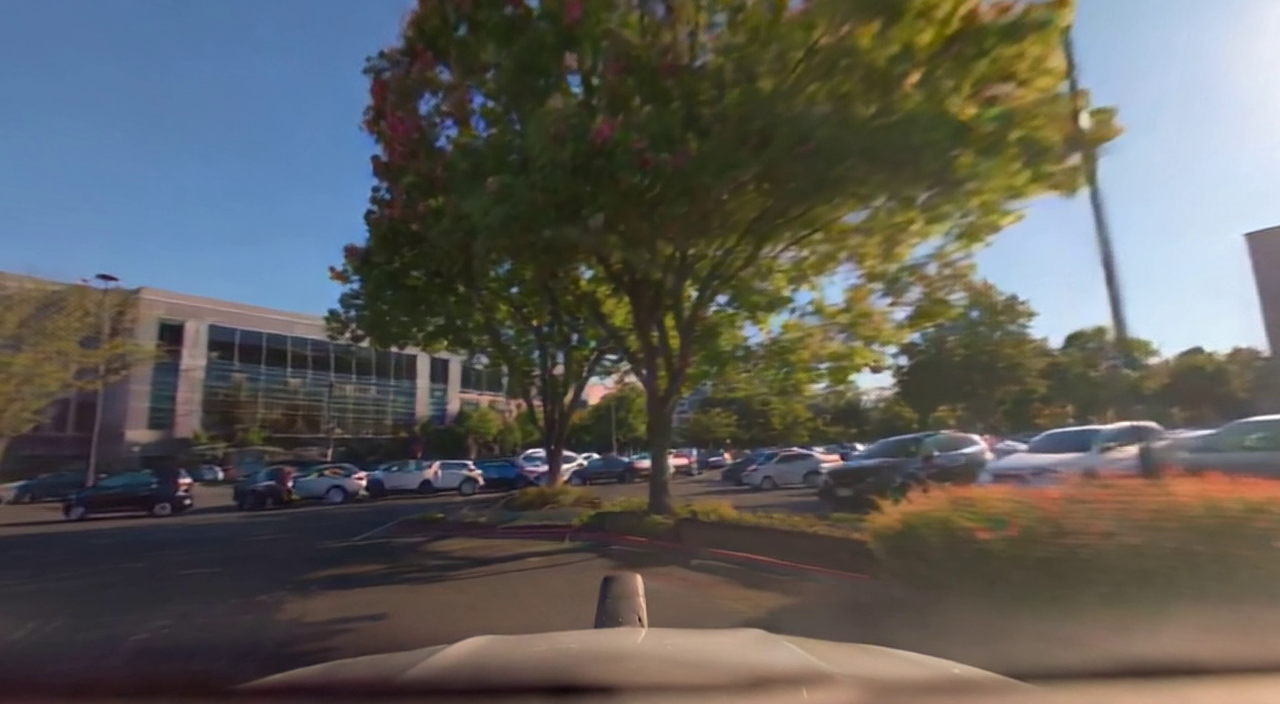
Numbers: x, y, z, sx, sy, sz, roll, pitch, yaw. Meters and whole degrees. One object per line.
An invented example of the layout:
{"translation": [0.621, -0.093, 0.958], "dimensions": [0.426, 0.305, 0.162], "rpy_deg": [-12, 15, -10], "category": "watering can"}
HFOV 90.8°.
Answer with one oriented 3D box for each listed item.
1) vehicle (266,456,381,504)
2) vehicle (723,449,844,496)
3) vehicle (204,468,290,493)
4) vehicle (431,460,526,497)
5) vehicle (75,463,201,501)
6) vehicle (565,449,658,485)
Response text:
{"translation": [-12.240, 4.958, 24.299], "dimensions": [4.934, 1.543, 1.915], "rpy_deg": [-12, -14, 37], "category": "vehicle"}
{"translation": [6.291, 5.382, 28.078], "dimensions": [4.755, 1.707, 1.889], "rpy_deg": [-12, -14, 35], "category": "vehicle"}
{"translation": [-27.528, 9.014, 44.411], "dimensions": [1.727, 1.466, 4.721], "rpy_deg": [-11, -14, 34], "category": "vehicle"}
{"translation": [-7.810, 6.103, 30.339], "dimensions": [4.622, 1.479, 1.849], "rpy_deg": [-11, -14, 34], "category": "vehicle"}
{"translation": [-28.888, 7.473, 36.526], "dimensions": [2.086, 1.939, 5.176], "rpy_deg": [-11, -14, 35], "category": "vehicle"}
{"translation": [-1.778, 7.022, 38.317], "dimensions": [5.285, 1.837, 2.318], "rpy_deg": [-10, -14, 33], "category": "vehicle"}
